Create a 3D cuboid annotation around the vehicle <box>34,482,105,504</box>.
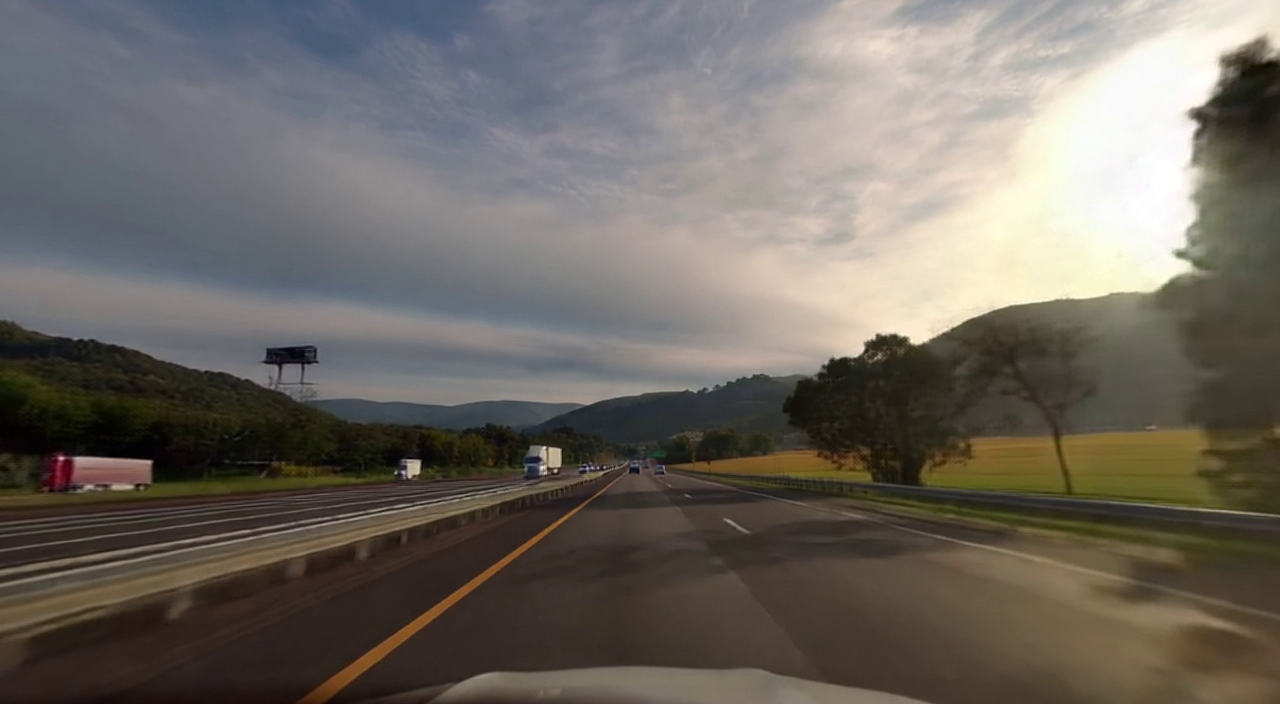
[{"bbox_3d":[-45.105,11.171,49.759,1.772,1.511,4.078,1,-10,0],"label":"vehicle"}]
